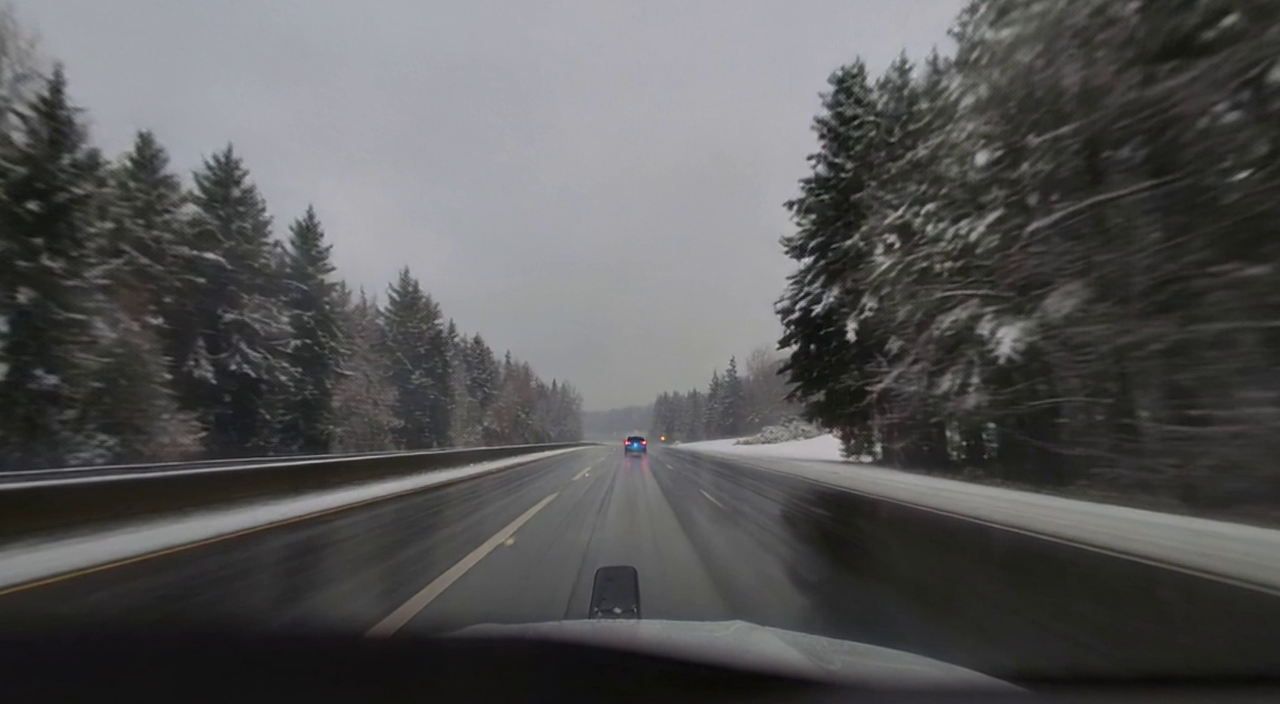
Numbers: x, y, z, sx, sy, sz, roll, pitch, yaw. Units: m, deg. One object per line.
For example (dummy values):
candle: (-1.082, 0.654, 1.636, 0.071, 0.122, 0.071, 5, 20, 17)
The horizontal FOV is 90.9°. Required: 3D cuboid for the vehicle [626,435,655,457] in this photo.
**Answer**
vehicle: (-0.014, 7.336, 49.386, 2.094, 1.653, 4.283, 0, -8, -2)
